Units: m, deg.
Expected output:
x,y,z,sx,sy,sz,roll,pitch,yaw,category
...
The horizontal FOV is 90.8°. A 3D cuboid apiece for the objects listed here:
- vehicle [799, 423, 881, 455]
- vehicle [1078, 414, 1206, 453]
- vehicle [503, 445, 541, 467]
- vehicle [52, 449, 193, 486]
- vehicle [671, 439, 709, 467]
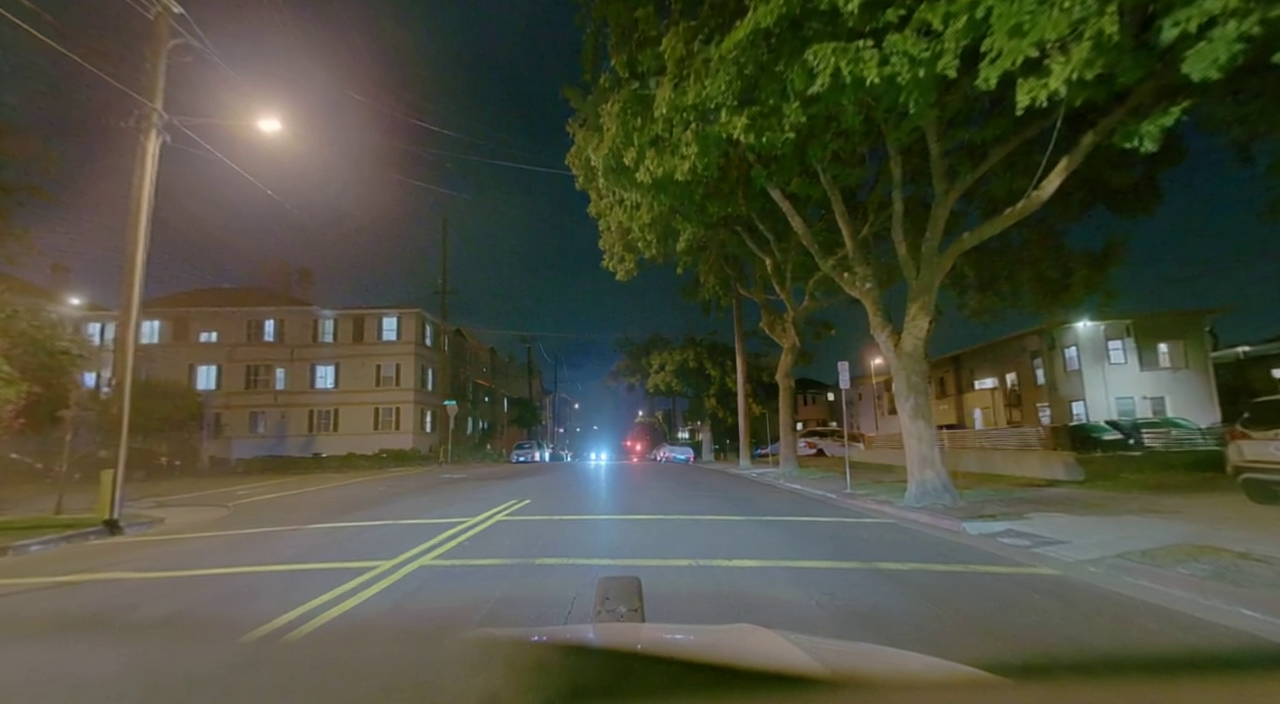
x,y,z,sx,sy,sz,roll,pitch,yaw,category
11.222,4.900,35.411,4.509,1.664,1.981,5,-10,-35,vehicle
22.394,3.680,28.289,4.002,1.505,2.061,-1,-10,-5,vehicle
-8.540,7.533,46.098,2.066,1.472,4.353,0,-8,-1,vehicle
-22.254,4.970,27.315,4.424,1.486,1.814,0,-8,-2,vehicle
3.246,6.694,42.049,1.993,1.755,4.256,0,-8,-2,vehicle
